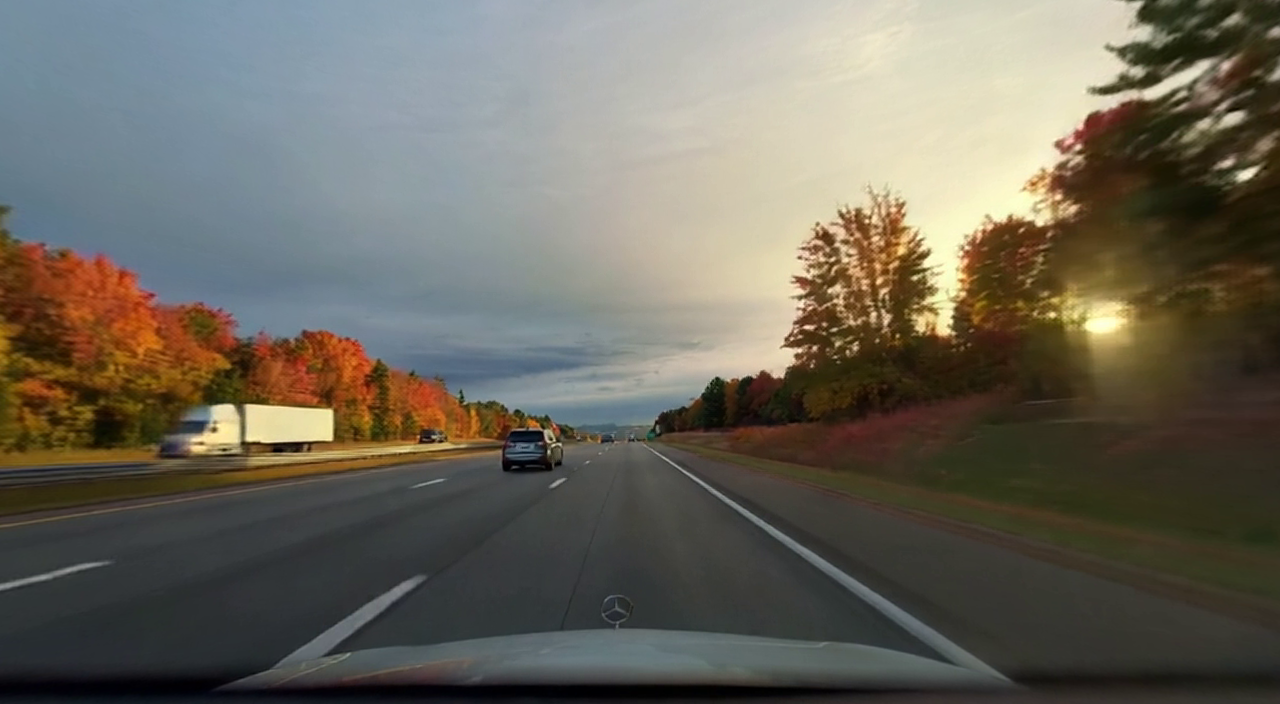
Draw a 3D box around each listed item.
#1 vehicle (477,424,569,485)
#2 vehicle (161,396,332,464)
[{"bbox_3d":[-3.542,3.183,19.898,2.057,1.666,4.552,0,-8,0],"label":"vehicle"},{"bbox_3d":[-26.356,5.509,43.726,2.855,3.931,14.552,0,-8,-1],"label":"vehicle"}]
